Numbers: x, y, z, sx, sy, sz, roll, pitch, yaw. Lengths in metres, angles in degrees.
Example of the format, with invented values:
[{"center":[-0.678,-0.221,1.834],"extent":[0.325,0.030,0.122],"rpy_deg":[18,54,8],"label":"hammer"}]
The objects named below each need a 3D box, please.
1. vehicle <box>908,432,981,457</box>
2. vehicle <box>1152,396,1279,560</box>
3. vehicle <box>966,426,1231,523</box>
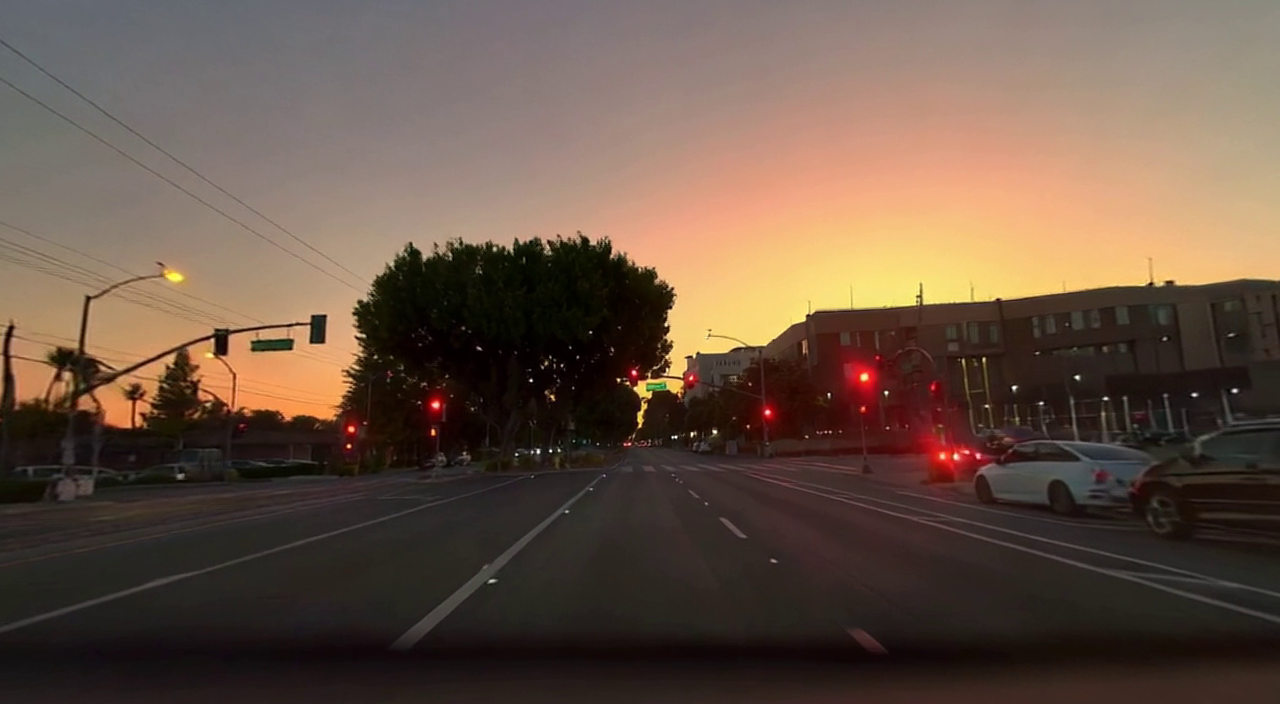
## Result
[{"center":[21.964,6.706,45.673],"extent":[4.323,1.746,1.872],"rpy_deg":[0,-8,-3],"label":"vehicle"},{"center":[7.932,1.233,5.998],"extent":[2.063,1.749,4.776],"rpy_deg":[0,-8,0],"label":"vehicle"},{"center":[8.147,2.198,11.828],"extent":[1.943,1.485,3.984],"rpy_deg":[0,-8,0],"label":"vehicle"}]
